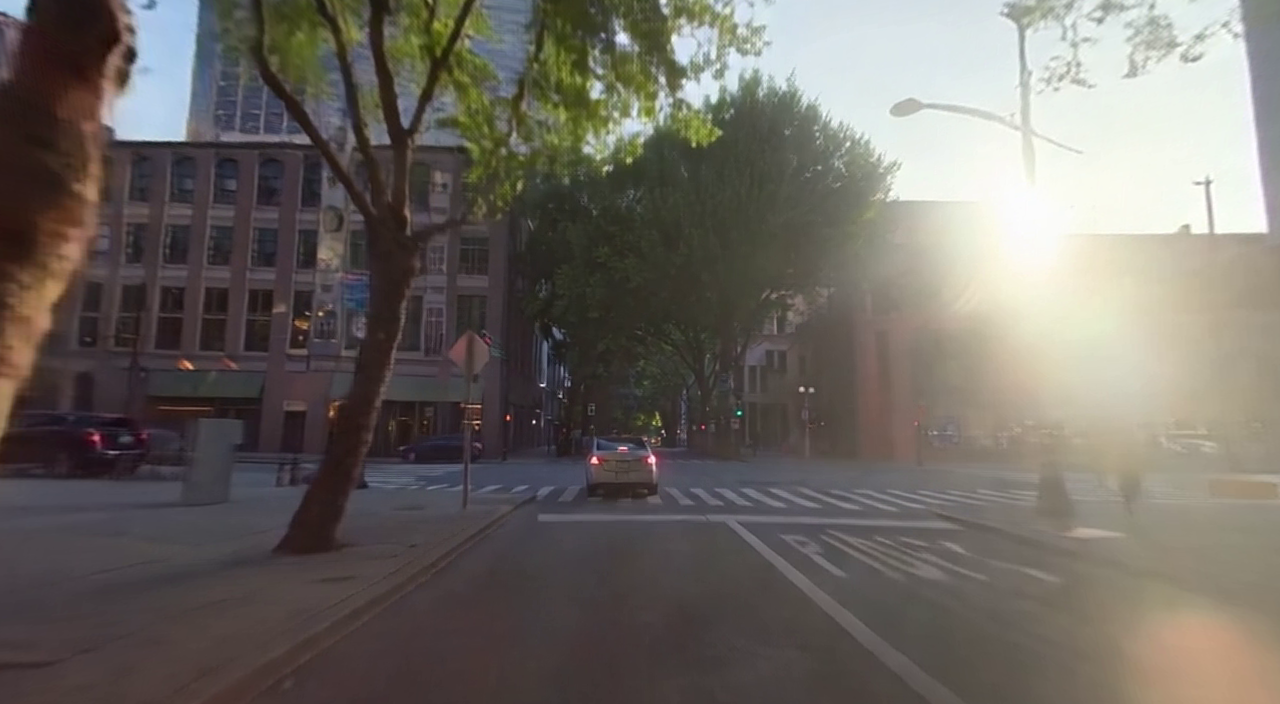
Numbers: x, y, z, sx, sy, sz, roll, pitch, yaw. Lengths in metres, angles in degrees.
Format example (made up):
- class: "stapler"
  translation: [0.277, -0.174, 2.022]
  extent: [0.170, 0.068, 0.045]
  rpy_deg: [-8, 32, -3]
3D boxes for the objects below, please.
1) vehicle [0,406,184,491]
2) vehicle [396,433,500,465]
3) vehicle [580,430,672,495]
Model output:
- class: "vehicle"
  translation: [-17.831, 2.939, 19.269]
  extent: [5.858, 2.396, 2.319]
  rpy_deg: [0, -9, -2]
- class: "vehicle"
  translation: [-9.400, 4.764, 30.910]
  extent: [4.627, 1.468, 1.871]
  rpy_deg: [-3, -9, 20]
- class: "vehicle"
  translation: [-0.529, 2.893, 16.970]
  extent: [2.106, 1.482, 4.459]
  rpy_deg: [1, -9, -6]
